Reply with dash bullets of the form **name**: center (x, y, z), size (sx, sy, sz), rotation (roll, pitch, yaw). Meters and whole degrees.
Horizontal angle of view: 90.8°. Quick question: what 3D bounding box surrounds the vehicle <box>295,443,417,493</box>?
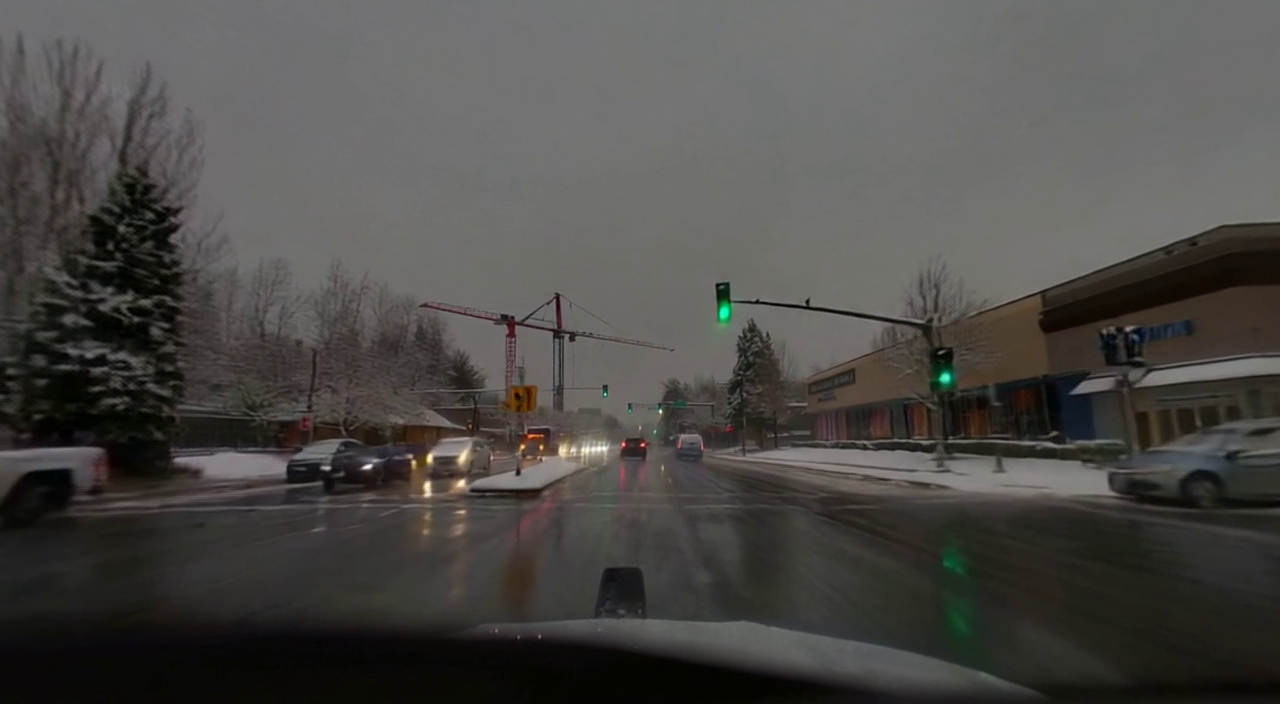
- **vehicle**: center (-9.124, 3.747, 20.792), size (1.947, 1.434, 4.557), rotation (0, -8, -1)

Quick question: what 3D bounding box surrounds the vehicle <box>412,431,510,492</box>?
- **vehicle**: center (-5.820, 3.563, 21.089), size (1.983, 1.715, 4.466), rotation (-2, -8, 0)

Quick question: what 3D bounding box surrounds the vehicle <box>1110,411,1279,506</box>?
- **vehicle**: center (12.815, 2.140, 12.868), size (4.641, 1.772, 2.080), rotation (-1, -9, 7)
